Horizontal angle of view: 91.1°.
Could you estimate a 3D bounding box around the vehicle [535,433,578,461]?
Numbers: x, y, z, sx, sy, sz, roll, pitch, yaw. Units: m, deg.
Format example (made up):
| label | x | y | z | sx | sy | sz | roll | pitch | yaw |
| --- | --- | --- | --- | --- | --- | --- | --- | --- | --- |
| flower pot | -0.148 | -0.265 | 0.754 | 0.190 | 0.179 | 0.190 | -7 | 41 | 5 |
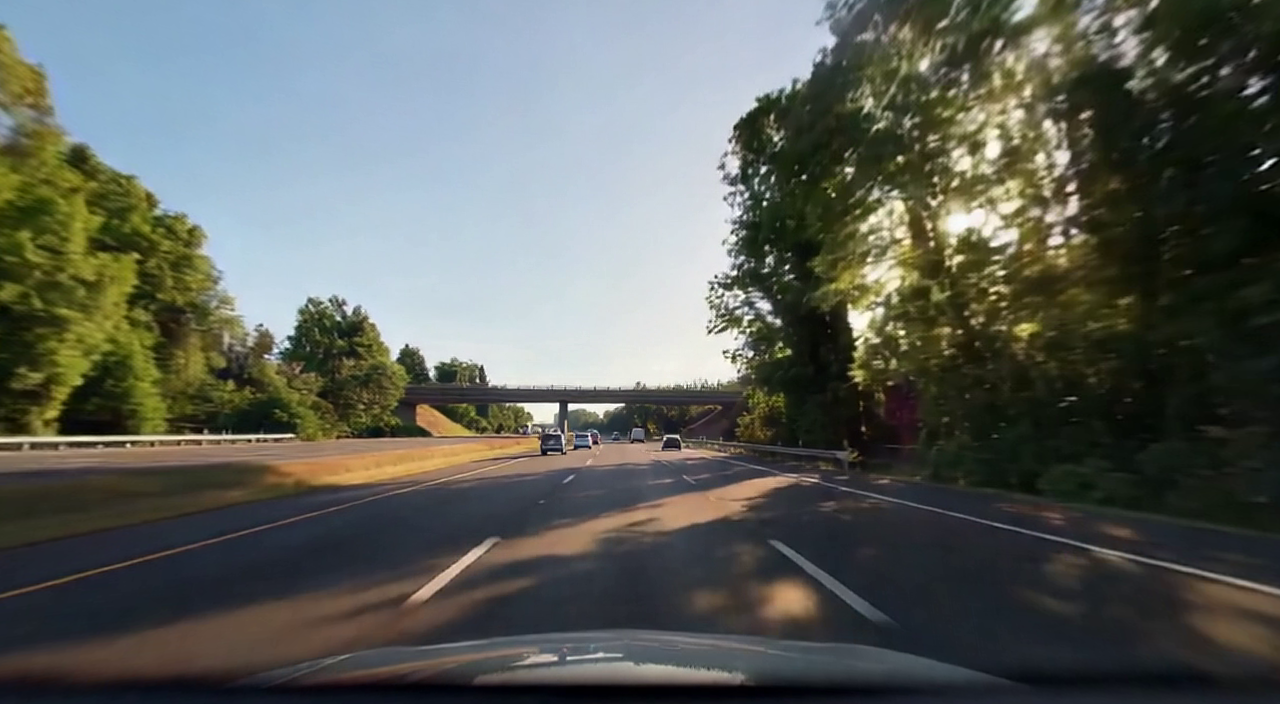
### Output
| label | x | y | z | sx | sy | sz | roll | pitch | yaw |
| --- | --- | --- | --- | --- | --- | --- | --- | --- | --- |
| vehicle | -4.574 | 5.222 | 34.751 | 1.966 | 1.460 | 3.519 | 0 | -8 | -1 |
